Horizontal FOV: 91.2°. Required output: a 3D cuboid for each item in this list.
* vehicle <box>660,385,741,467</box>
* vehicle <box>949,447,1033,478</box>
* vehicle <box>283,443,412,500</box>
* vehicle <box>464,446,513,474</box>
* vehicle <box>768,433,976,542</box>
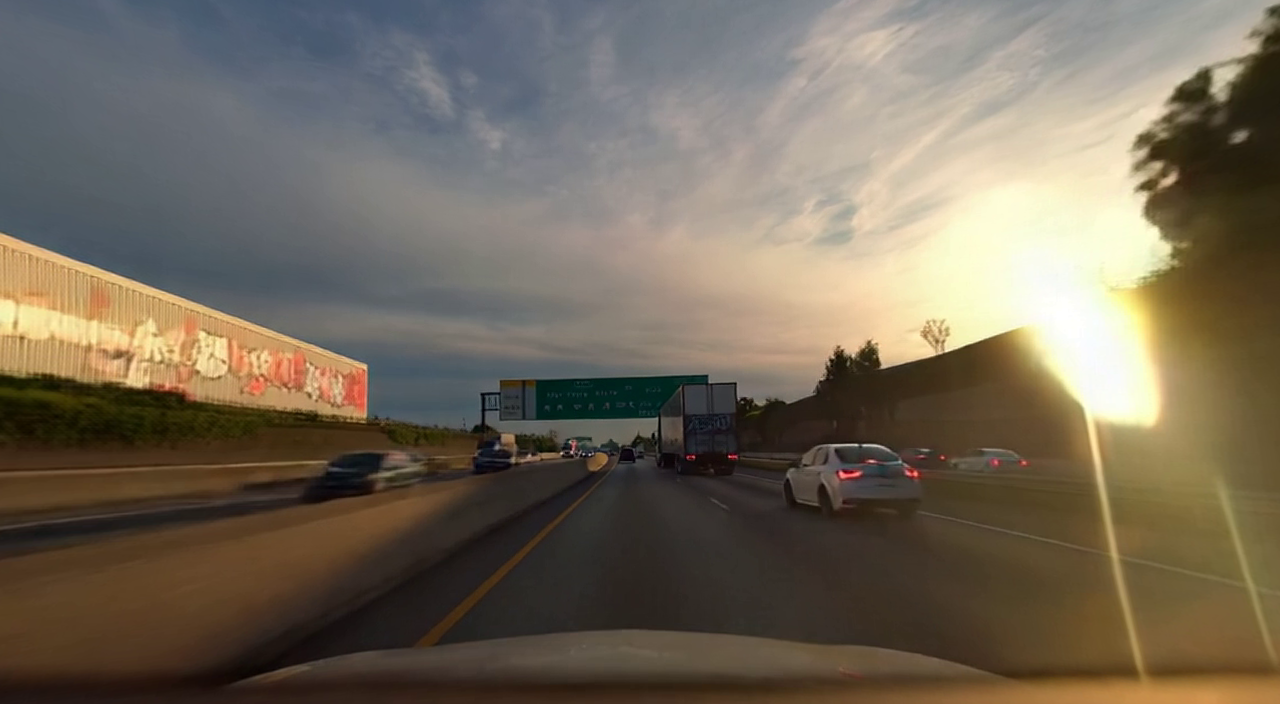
[{"bbox_3d":[3.503,5.309,42.117,3.317,4.314,17.803,0,-9,-1],"label":"vehicle"},{"bbox_3d":[18.530,5.861,33.373,1.811,1.499,4.472,0,-9,-1],"label":"vehicle"},{"bbox_3d":[-8.677,3.561,19.091,1.874,1.494,4.394,0,-9,-1],"label":"vehicle"},{"bbox_3d":[-8.882,6.381,37.105,1.892,1.508,3.980,0,-9,0],"label":"vehicle"},{"bbox_3d":[3.928,2.380,11.639,2.085,1.588,4.436,0,-9,-1],"label":"vehicle"}]
